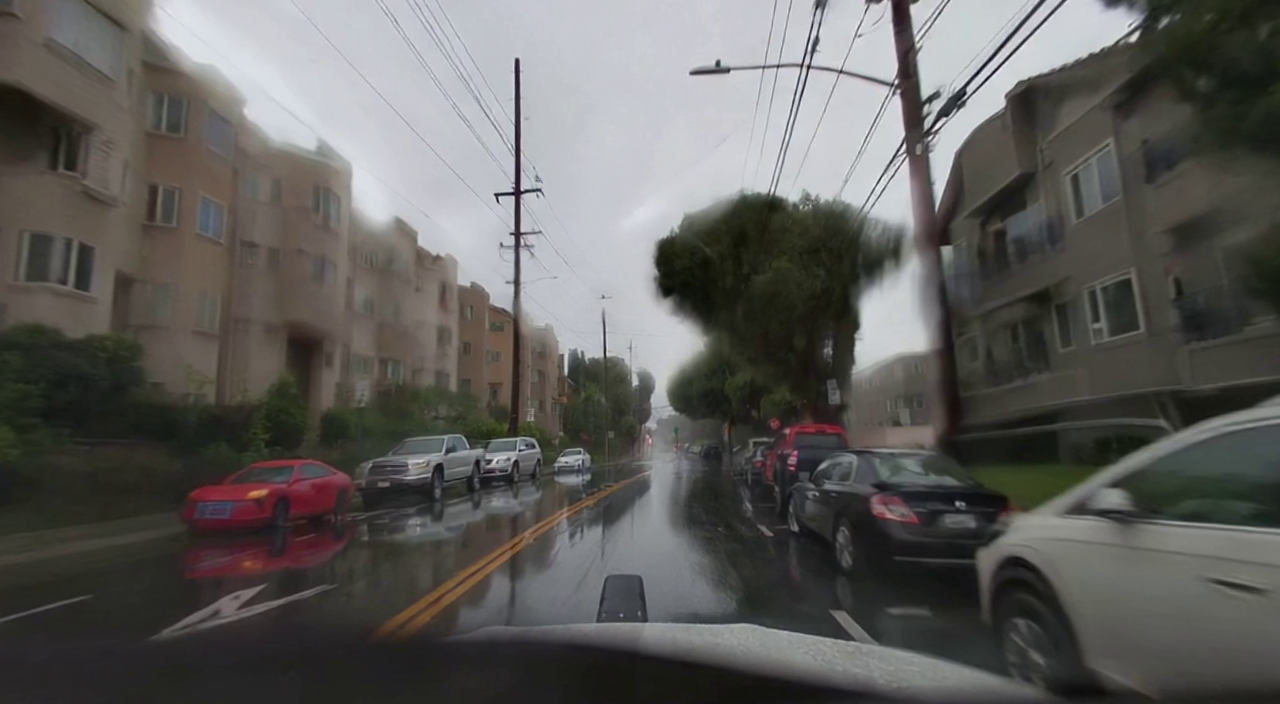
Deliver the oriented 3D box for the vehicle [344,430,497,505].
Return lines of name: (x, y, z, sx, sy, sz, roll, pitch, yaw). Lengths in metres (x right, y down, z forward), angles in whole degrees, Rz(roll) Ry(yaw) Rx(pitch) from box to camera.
vehicle: (-6.178, 3.345, 18.747, 2.270, 1.881, 5.412, -1, -9, 4)

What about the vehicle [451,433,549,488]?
vehicle: (-5.327, 4.230, 24.982, 2.158, 1.929, 5.184, -1, -9, 7)

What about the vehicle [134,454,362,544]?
vehicle: (-7.359, 2.755, 12.471, 1.823, 1.407, 4.125, 0, -9, 1)

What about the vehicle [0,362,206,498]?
vehicle: (-13.590, 1.866, 14.475, 2.990, 2.566, 5.898, -3, -8, 2)

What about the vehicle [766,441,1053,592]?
vehicle: (3.069, 1.939, 8.419, 1.875, 1.441, 4.445, 0, -9, 0)

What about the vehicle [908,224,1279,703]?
vehicle: (3.108, 0.545, 1.361, 2.233, 2.035, 6.097, 0, -9, -2)

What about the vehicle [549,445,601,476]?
vehicle: (-3.640, 6.183, 36.297, 1.922, 1.505, 4.502, -5, -9, 7)
